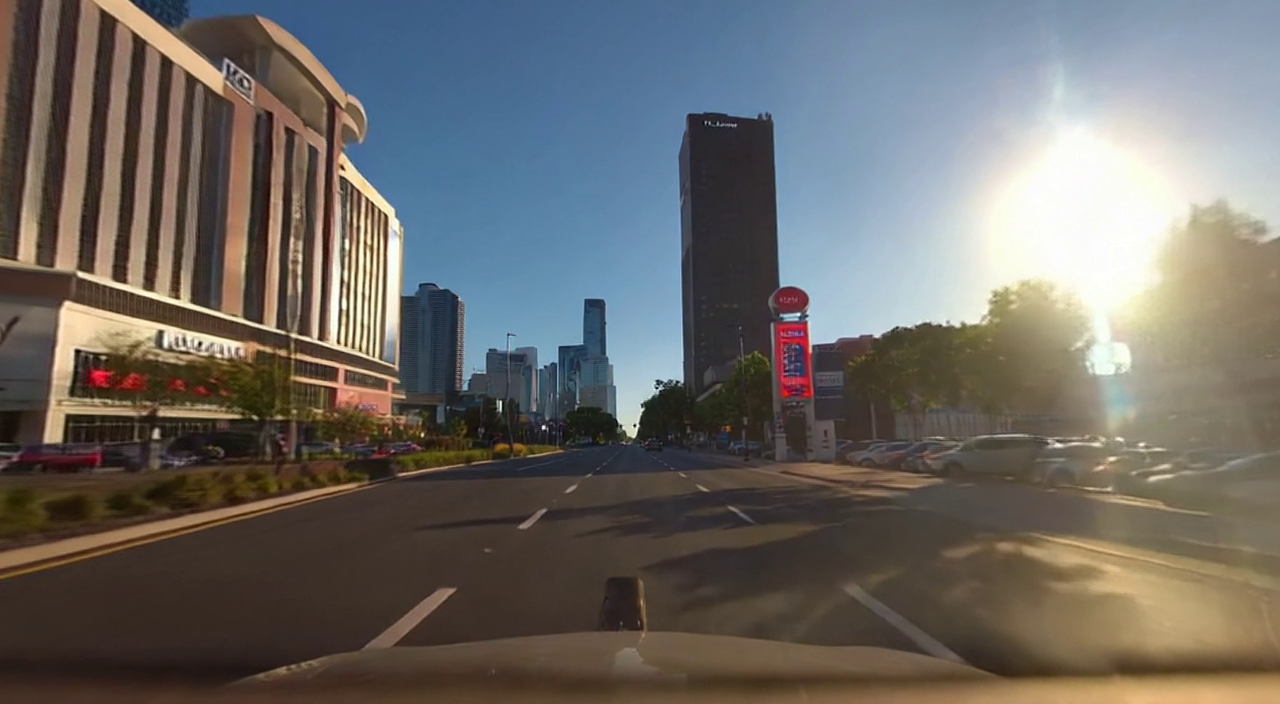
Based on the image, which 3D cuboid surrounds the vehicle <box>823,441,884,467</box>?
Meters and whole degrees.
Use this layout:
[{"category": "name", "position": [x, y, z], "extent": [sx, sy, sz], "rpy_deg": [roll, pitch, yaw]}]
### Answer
[{"category": "vehicle", "position": [12.884, 6.179, 38.490], "extent": [1.865, 1.434, 4.373], "rpy_deg": [1, -8, -5]}]

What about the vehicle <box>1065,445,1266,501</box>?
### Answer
[{"category": "vehicle", "position": [15.790, 3.615, 19.459], "extent": [1.936, 1.464, 4.867], "rpy_deg": [0, -8, -1]}]

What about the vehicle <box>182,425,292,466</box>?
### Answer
[{"category": "vehicle", "position": [-31.404, 7.286, 49.393], "extent": [6.892, 2.879, 2.222], "rpy_deg": [-1, -8, -3]}]

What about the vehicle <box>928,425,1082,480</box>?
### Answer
[{"category": "vehicle", "position": [14.813, 4.146, 26.218], "extent": [2.189, 1.951, 5.828], "rpy_deg": [-1, -9, -10]}]

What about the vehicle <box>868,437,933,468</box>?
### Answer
[{"category": "vehicle", "position": [15.616, 6.064, 38.169], "extent": [1.893, 1.727, 4.285], "rpy_deg": [0, -8, -3]}]
